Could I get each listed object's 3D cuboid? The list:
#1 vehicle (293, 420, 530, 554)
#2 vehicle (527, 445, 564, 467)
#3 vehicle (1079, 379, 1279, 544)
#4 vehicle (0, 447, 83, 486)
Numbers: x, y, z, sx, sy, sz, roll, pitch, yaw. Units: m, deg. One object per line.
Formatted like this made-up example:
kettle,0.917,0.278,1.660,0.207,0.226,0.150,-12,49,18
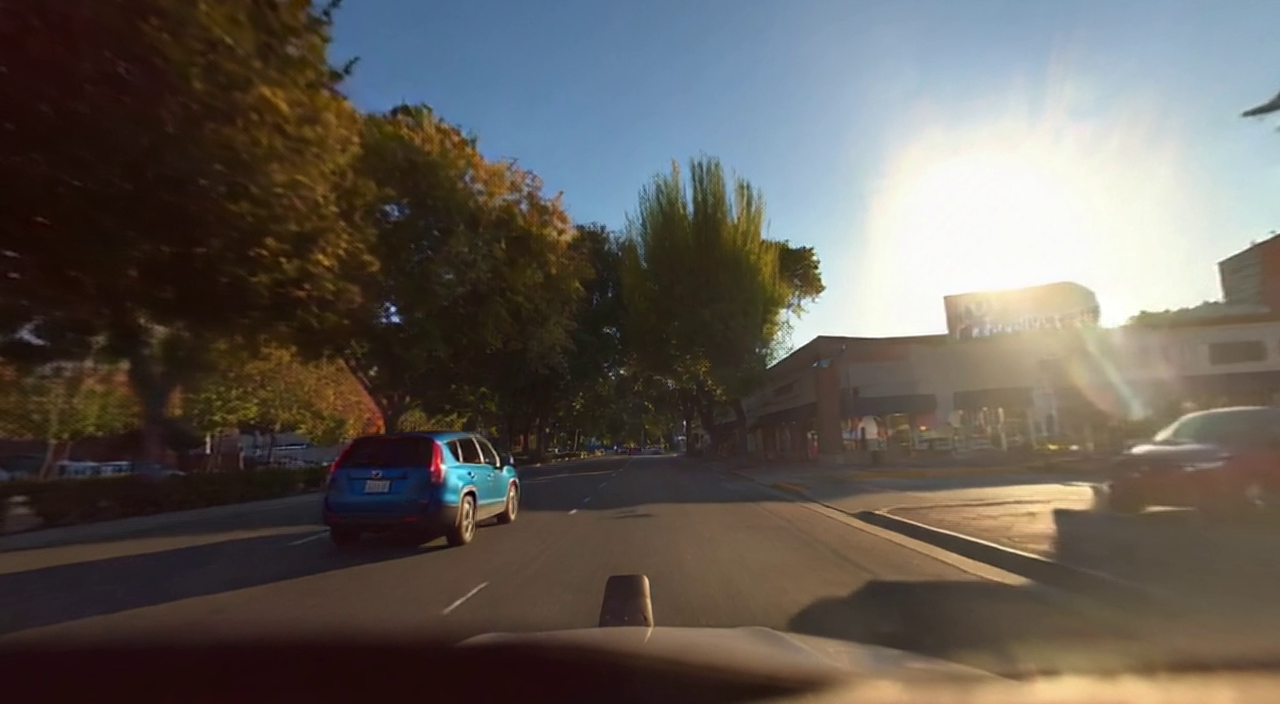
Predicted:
vehicle,-3.227,1.993,10.009,2.127,1.654,4.121,0,-8,1
vehicle,-6.886,7.647,46.487,1.990,1.483,4.410,0,-8,1
vehicle,8.981,1.597,9.604,4.985,1.918,2.248,6,-11,-38
vehicle,-35.553,6.490,35.880,5.532,2.142,2.189,0,-8,2
